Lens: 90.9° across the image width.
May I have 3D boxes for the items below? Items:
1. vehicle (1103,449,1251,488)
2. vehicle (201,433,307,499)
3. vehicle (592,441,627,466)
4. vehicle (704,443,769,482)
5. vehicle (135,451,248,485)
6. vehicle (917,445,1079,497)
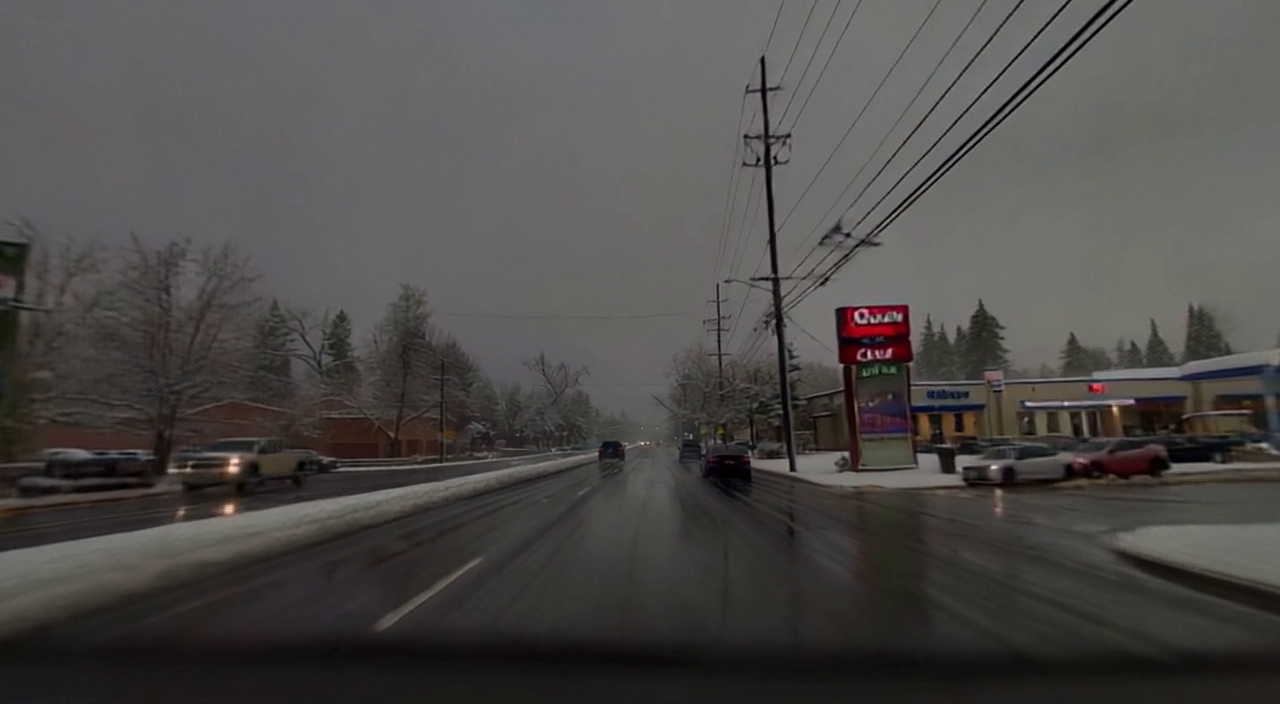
[{"bbox_3d":[21.571,4.657,25.387,4.779,1.429,1.844,2,-9,-11],"label":"vehicle"},{"bbox_3d":[-12.989,3.814,21.624,2.358,1.904,5.603,4,-9,-25],"label":"vehicle"},{"bbox_3d":[-2.073,7.087,44.144,2.047,1.664,4.148,0,-9,2],"label":"vehicle"},{"bbox_3d":[3.869,4.494,25.966,1.978,1.455,4.195,0,-9,0],"label":"vehicle"},{"bbox_3d":[-22.752,5.847,32.001,4.739,1.607,2.045,-3,-9,16],"label":"vehicle"},{"bbox_3d":[11.533,3.827,20.492,4.144,1.540,1.913,1,-7,-5],"label":"vehicle"}]
